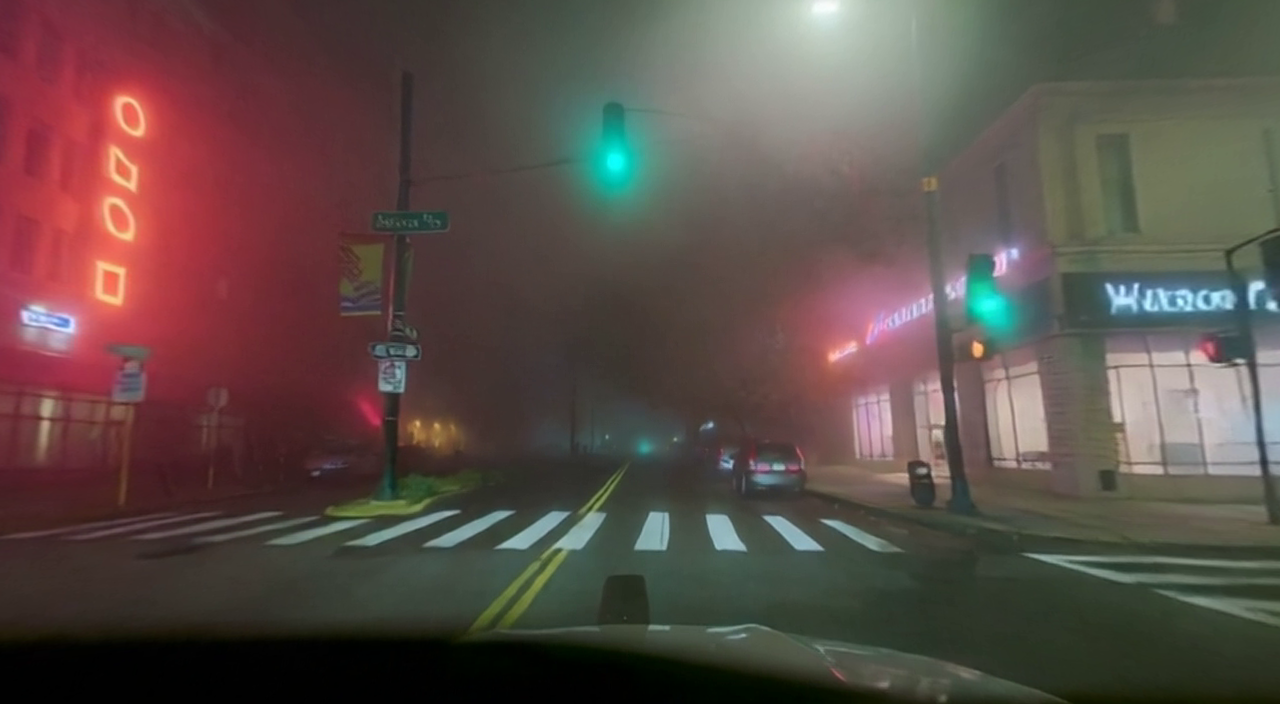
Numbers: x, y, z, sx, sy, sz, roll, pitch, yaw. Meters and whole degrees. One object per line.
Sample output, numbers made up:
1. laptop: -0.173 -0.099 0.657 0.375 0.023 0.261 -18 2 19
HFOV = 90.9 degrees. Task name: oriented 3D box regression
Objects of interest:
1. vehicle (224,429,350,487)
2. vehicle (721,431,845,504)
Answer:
1. vehicle: -12.396 3.632 22.048 4.447 1.790 2.206 -7 -10 38
2. vehicle: 3.422 2.846 16.088 2.120 1.560 4.402 0 -8 0
